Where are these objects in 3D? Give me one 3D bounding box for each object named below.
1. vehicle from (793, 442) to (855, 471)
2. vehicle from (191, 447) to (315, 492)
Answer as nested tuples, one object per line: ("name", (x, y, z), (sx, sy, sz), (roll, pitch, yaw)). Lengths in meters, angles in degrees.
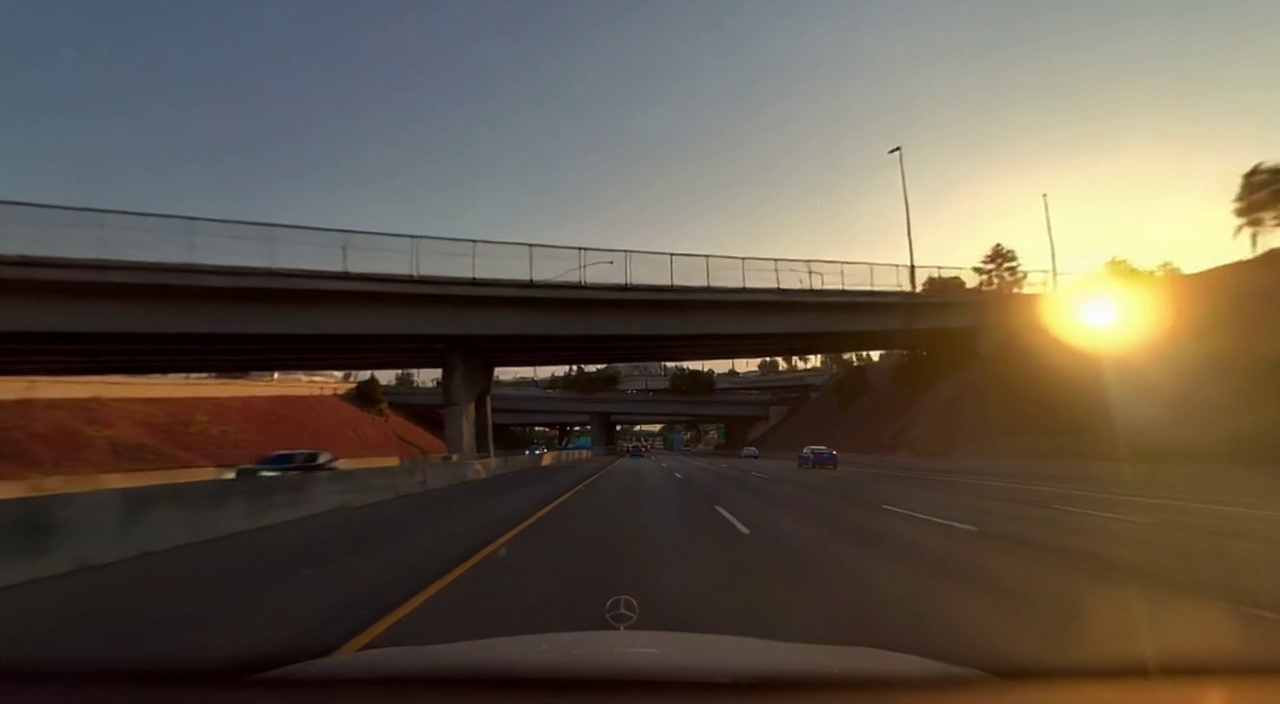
("vehicle", (10.637, 6.070, 36.954), (2.024, 1.481, 4.747), (1, -8, -2))
("vehicle", (-13.969, 4.219, 23.135), (1.981, 1.425, 4.147), (1, -8, -1))
